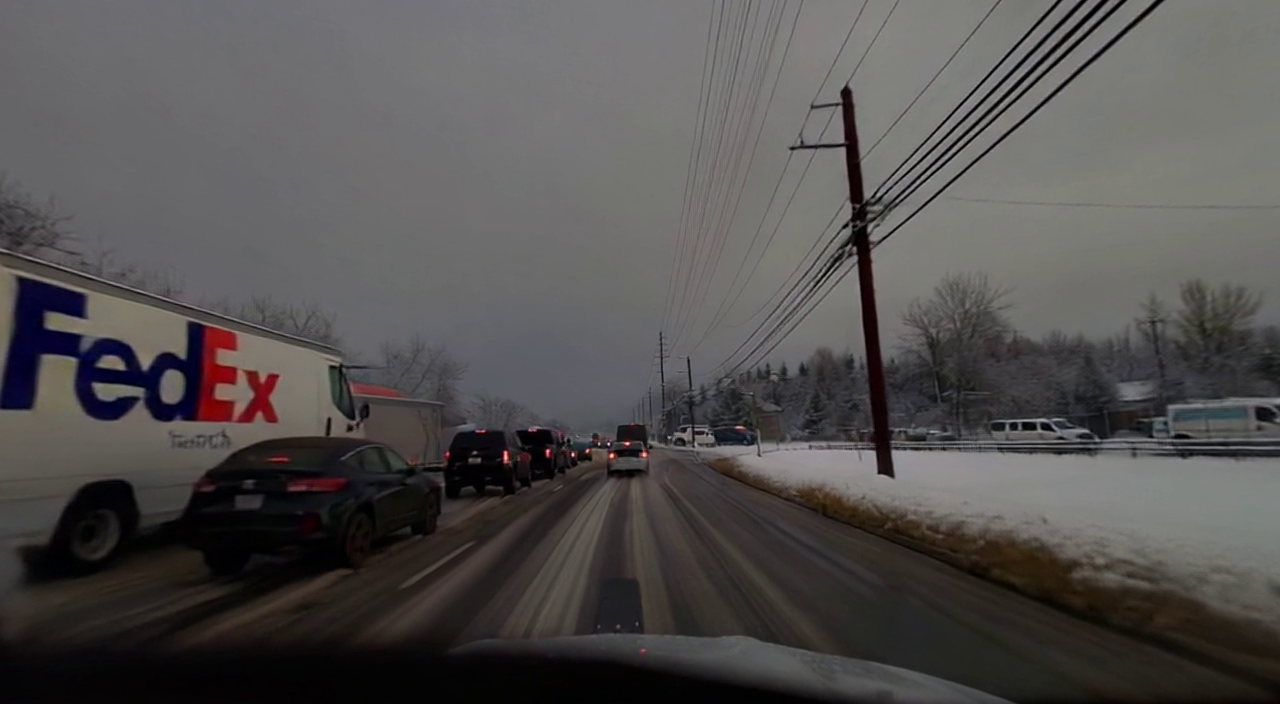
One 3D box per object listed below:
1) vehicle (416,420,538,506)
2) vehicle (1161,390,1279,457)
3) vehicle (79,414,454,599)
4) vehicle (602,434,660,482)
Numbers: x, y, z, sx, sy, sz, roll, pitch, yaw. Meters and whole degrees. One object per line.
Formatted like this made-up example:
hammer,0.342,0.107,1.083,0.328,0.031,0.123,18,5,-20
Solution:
vehicle,-3.992,2.801,16.304,1.956,1.865,4.624,0,-8,-1
vehicle,32.896,3.791,32.985,8.848,3.271,2.774,0,-9,-4
vehicle,-3.992,1.704,7.877,2.014,1.637,4.382,0,-8,0
vehicle,-0.353,4.083,24.557,2.055,1.671,4.147,0,-8,-1
